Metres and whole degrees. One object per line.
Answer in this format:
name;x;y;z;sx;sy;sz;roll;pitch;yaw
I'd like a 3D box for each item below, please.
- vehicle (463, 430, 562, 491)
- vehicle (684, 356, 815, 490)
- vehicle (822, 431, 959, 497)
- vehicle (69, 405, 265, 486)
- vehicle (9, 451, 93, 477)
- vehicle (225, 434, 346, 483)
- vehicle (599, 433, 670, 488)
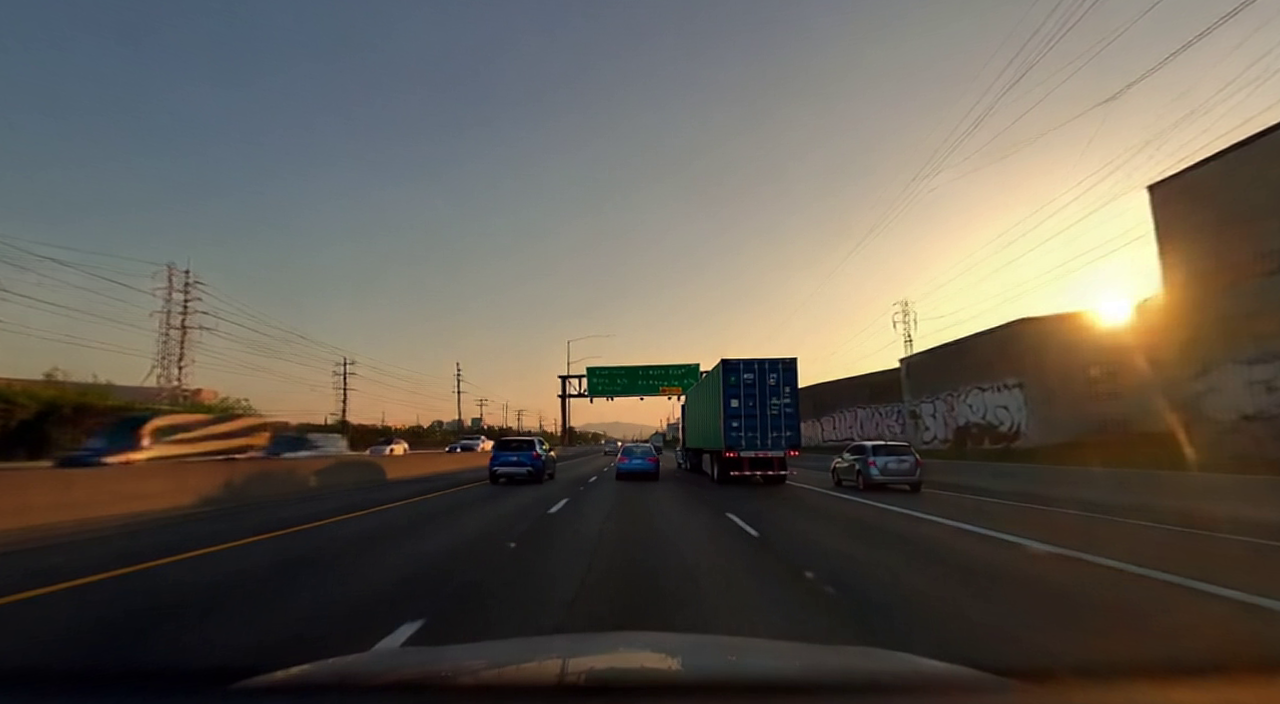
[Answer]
vehicle;-4.080;3.595;21.135;2.264;1.804;4.584;0;-9;1
vehicle;3.759;3.119;25.695;2.800;4.039;13.179;0;-9;-1
vehicle;7.293;3.314;19.041;2.202;1.731;4.628;0;-9;0
vehicle;-20.241;4.149;27.837;2.772;3.069;7.347;0;-9;1
vehicle;-37.230;7.069;40.081;1.801;1.569;3.898;1;-9;-6
vehicle;-12.628;3.813;22.878;1.925;1.567;4.342;0;-9;-2
vehicle;-0.189;3.694;21.731;2.191;1.685;4.015;0;-9;-1
